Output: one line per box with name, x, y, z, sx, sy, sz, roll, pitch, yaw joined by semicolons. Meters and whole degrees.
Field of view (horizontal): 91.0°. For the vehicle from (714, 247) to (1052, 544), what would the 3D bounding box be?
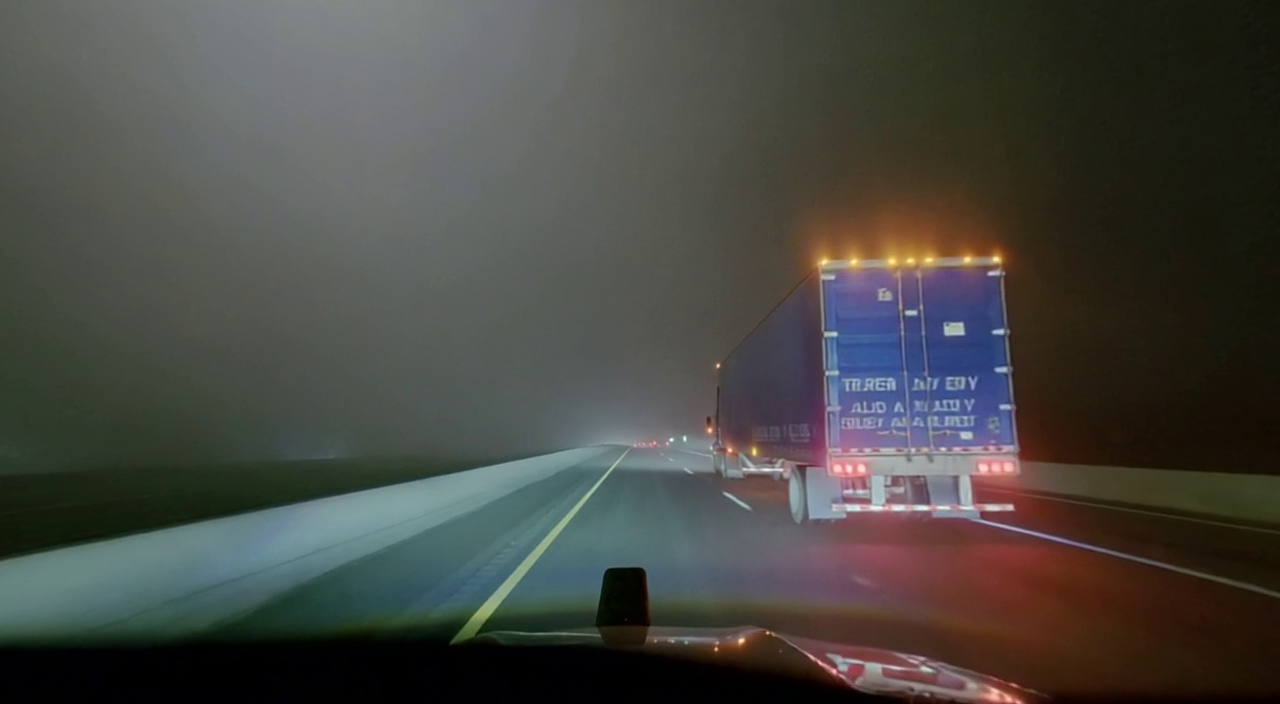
vehicle;4.095;1.541;15.676;3.006;4.093;14.142;0;-8;1
